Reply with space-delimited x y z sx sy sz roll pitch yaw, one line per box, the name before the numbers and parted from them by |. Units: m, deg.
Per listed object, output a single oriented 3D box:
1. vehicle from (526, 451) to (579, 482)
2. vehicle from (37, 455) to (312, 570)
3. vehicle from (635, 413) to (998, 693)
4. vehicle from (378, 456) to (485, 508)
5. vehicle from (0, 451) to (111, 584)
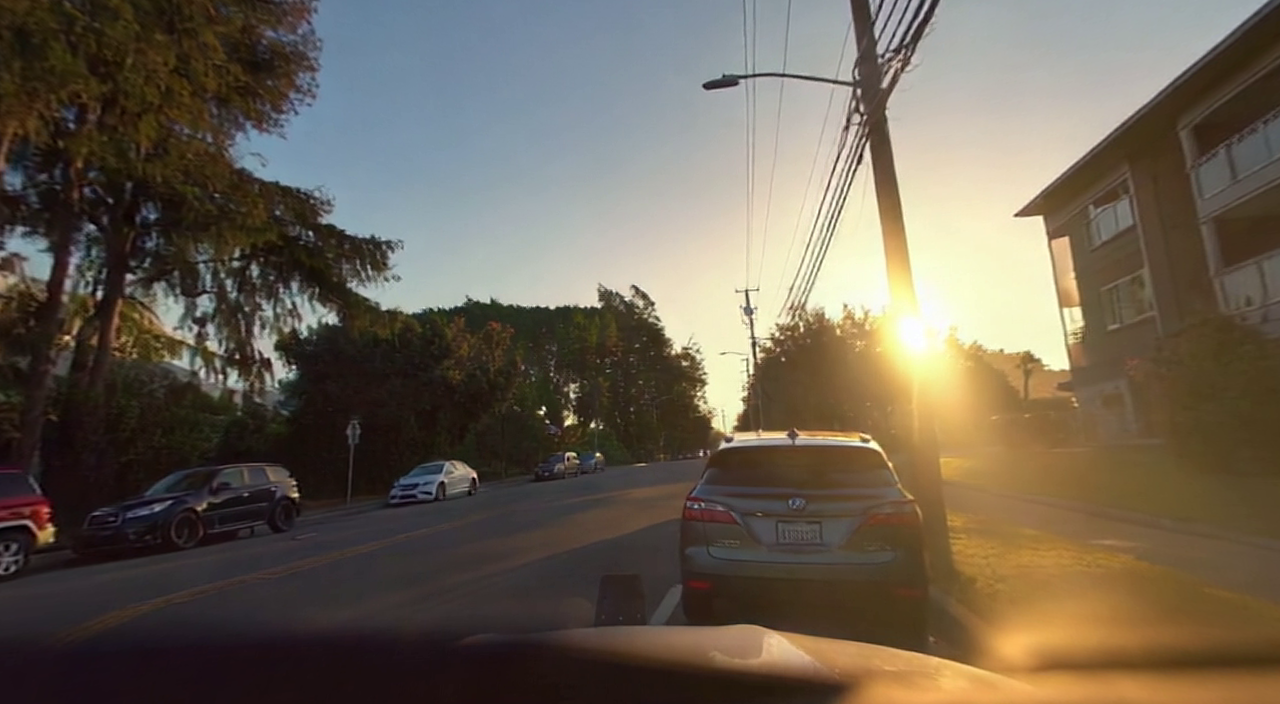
vehicle | -5.452 7.179 40.009 2.011 1.801 4.676 -1 -9 9
vehicle | -9.385 3.204 13.378 2.068 1.745 4.579 -8 -10 6
vehicle | 1.364 1.481 6.041 2.030 1.535 4.683 -1 -9 10
vehicle | -8.058 5.051 24.928 2.017 1.582 4.664 -8 -11 9
vehicle | -10.186 2.338 8.193 1.973 1.848 5.100 -9 -11 6
